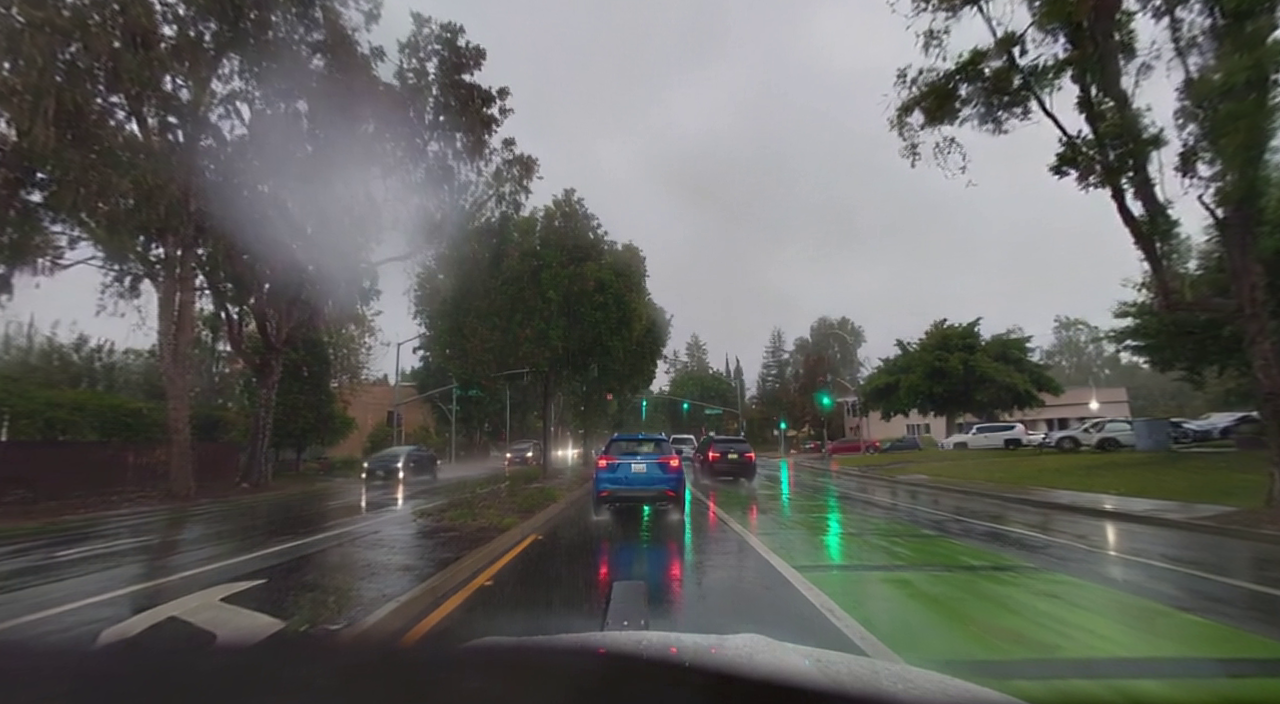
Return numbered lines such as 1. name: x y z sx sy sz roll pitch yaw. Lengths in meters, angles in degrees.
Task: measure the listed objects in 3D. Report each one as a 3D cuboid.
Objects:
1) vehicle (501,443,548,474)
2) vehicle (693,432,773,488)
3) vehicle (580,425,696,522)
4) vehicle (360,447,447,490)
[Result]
1. vehicle: -6.907 6.396 38.211 2.005 1.729 4.293 0 -8 0
2. vehicle: 3.223 3.863 22.841 2.189 1.815 4.495 0 -8 0
3. vehicle: -0.026 2.503 13.457 2.109 1.730 3.963 0 -8 0
4. vehicle: -9.966 4.911 26.985 1.886 1.666 4.575 0 -8 0
